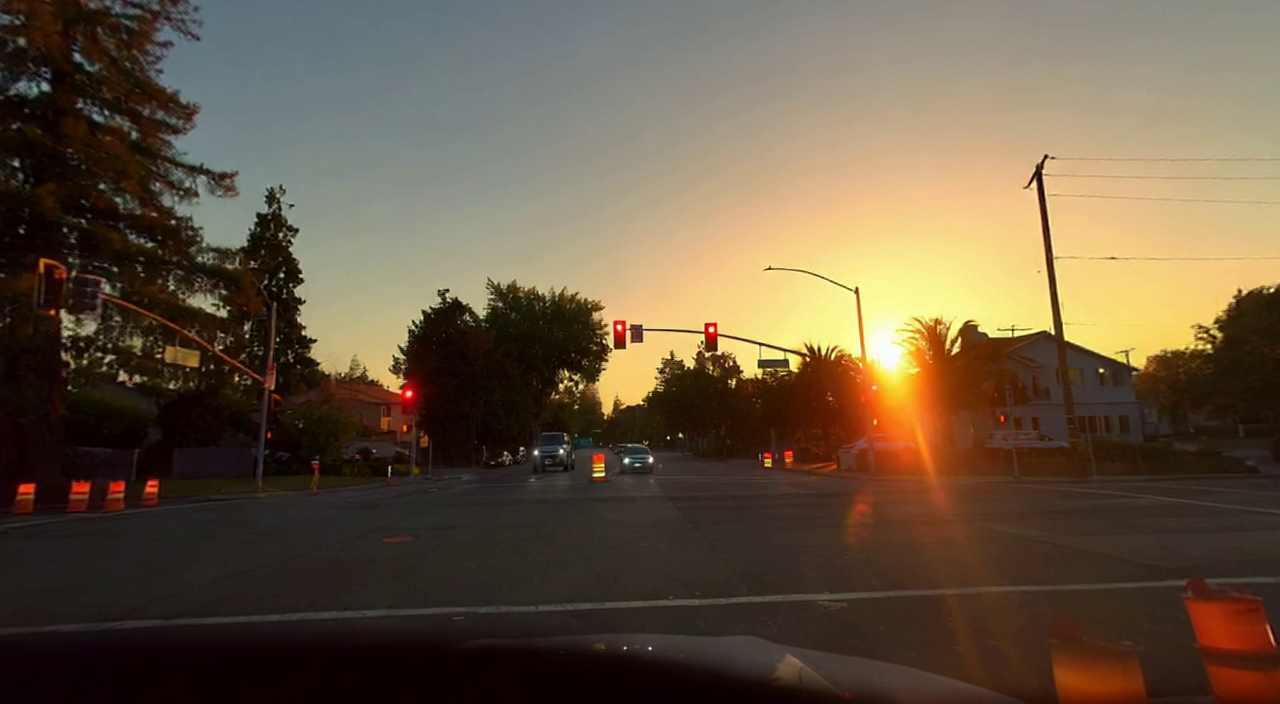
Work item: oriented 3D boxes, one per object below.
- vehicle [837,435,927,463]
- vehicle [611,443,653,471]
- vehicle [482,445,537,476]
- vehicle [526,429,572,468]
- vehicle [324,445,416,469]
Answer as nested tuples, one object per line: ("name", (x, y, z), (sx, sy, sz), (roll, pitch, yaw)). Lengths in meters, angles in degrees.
("vehicle", (15.379, 6.184, 40.329), (4.892, 1.656, 1.856), (0, -8, 0))
("vehicle", (-0.434, 5.693, 34.484), (2.105, 1.457, 4.173), (0, -8, -1))
("vehicle", (-6.607, 5.530, 32.399), (1.881, 1.452, 4.121), (0, -8, 0))
("vehicle", (-6.778, 7.245, 47.690), (2.625, 2.726, 6.138), (0, -8, -1))
("vehicle", (-16.404, 6.380, 38.605), (4.713, 1.409, 1.918), (0, -8, -2))
